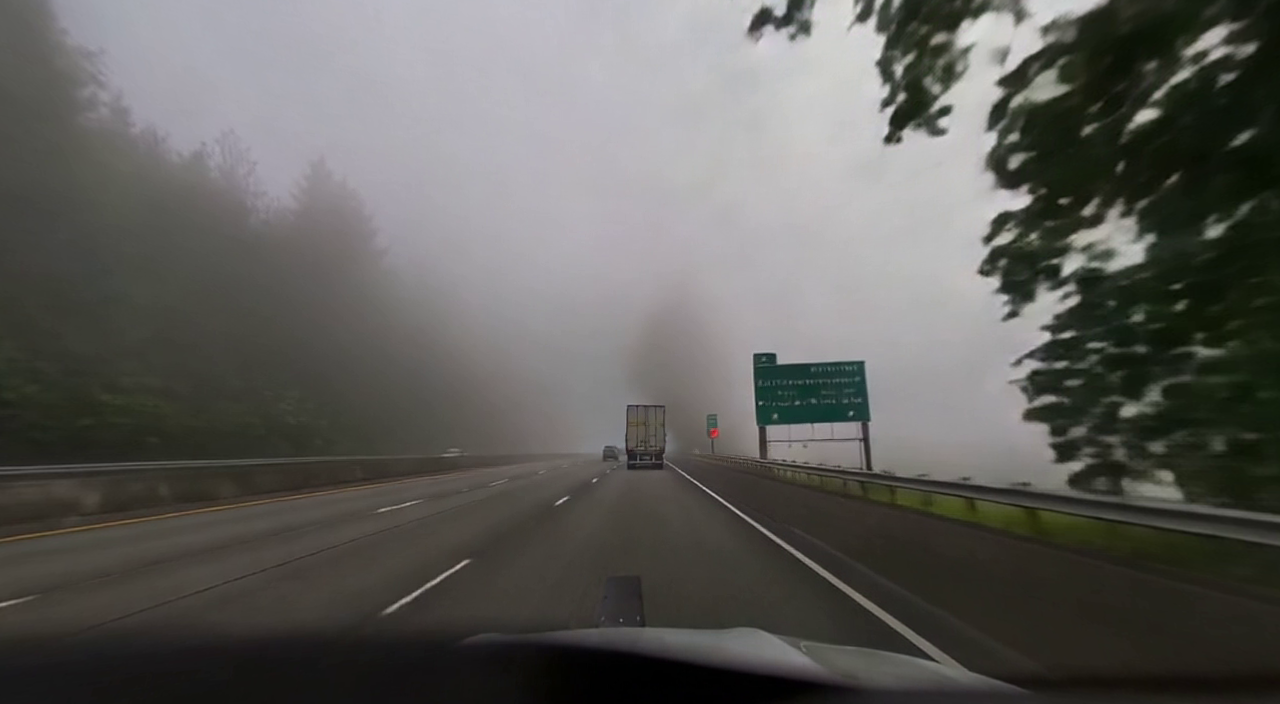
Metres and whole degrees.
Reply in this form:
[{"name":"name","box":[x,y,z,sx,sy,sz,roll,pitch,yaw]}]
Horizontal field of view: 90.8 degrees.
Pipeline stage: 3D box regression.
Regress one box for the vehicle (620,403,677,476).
[{"name":"vehicle","box":[0.350,5.627,39.679,2.976,3.800,12.335,0,-9,-1]}]
